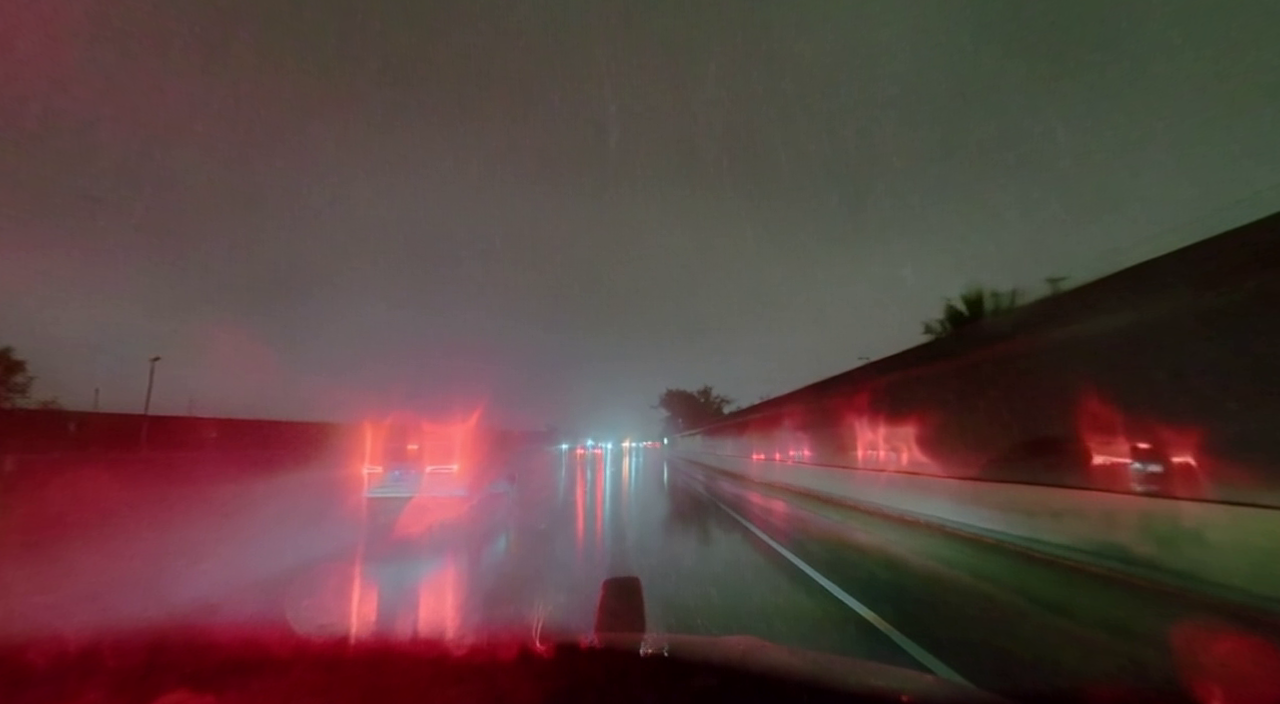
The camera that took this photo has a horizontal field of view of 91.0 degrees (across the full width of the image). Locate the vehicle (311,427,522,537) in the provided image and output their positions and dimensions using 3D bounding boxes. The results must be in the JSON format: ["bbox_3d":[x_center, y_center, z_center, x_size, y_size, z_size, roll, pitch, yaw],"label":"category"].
[{"bbox_3d":[-3.638,2.204,11.272,2.195,1.573,4.176,0,-9,1],"label":"vehicle"}]

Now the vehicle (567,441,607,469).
[{"bbox_3d":[-3.348,6.616,40.577,2.133,1.683,4.340,0,-9,1],"label":"vehicle"}]
